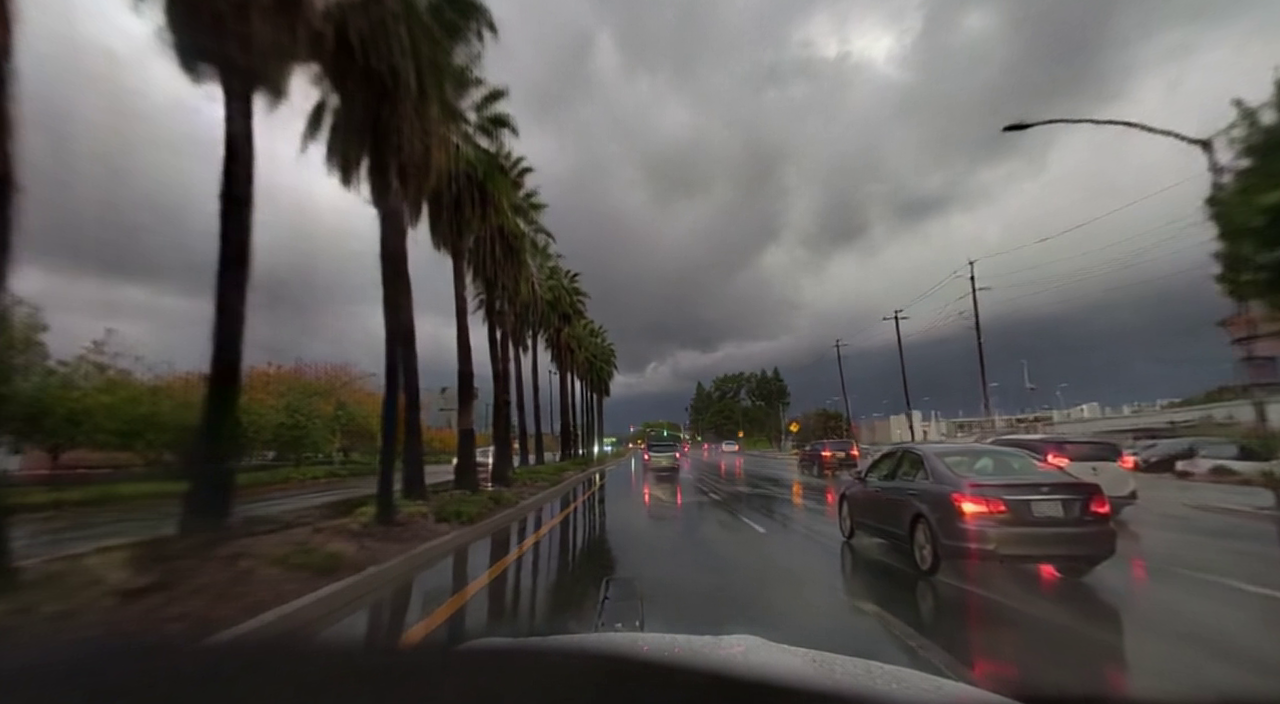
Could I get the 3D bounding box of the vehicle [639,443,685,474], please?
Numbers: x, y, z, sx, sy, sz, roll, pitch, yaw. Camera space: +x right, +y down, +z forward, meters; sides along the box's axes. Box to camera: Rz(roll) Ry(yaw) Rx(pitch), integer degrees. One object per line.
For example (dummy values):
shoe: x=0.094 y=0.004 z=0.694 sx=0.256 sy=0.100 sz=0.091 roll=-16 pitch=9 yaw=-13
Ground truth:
vehicle: x=1.040 y=5.395 z=32.340 sx=2.031 sy=1.444 sz=4.361 roll=0 pitch=-8 yaw=-2

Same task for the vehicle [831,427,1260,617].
vehicle: x=3.851 y=1.656 z=7.208 sx=1.875 sy=1.452 sz=4.453 roll=0 pitch=-8 yaw=-1

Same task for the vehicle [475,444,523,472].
vehicle: x=-10.052 y=7.592 z=45.497 sx=2.238 sy=1.766 sz=4.710 roll=-2 pitch=-9 yaw=2

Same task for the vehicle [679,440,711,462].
vehicle: x=4.266 y=7.730 z=49.439 sx=2.042 sy=1.632 sz=4.384 roll=0 pitch=-8 yaw=-1
